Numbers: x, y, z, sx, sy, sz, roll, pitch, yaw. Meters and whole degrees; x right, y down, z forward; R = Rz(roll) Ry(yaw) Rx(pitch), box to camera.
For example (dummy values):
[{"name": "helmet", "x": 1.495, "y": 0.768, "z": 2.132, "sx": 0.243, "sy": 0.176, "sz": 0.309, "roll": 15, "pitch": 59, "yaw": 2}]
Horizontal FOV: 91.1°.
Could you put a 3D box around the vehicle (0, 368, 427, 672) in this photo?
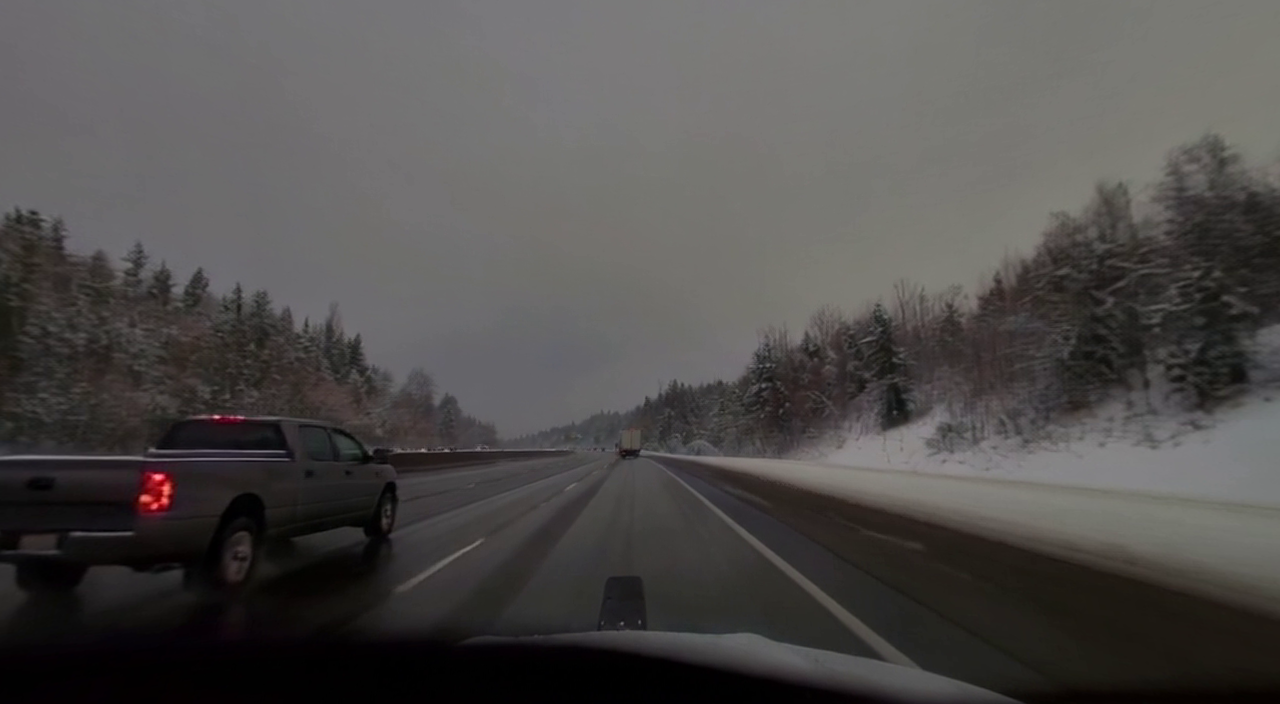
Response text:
[{"name": "vehicle", "x": -4.179, "y": 1.336, "z": 6.215, "sx": 2.316, "sy": 1.731, "sz": 5.126, "roll": 0, "pitch": -9, "yaw": 0}]
